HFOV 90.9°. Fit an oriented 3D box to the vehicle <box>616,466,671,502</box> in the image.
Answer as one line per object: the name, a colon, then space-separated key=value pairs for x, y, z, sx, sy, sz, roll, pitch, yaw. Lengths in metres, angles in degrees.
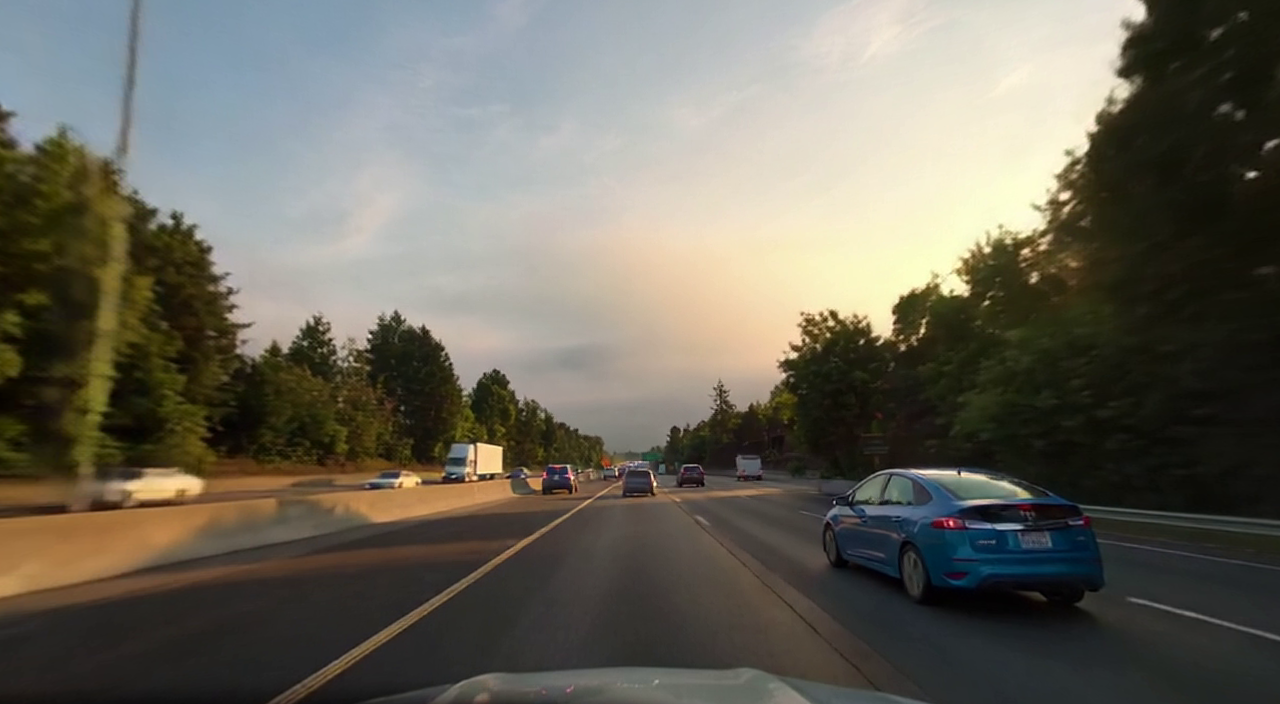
vehicle: x=0.143 y=5.832 z=28.007 sx=2.241 sy=1.425 sz=3.973 roll=1 pitch=-10 yaw=0

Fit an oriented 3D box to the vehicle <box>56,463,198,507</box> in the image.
vehicle: x=-20.060 y=5.208 z=24.926 sx=1.916 sy=1.548 sz=4.320 roll=1 pitch=-10 yaw=0

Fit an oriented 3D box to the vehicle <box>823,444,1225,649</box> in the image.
vehicle: x=3.586 y=1.881 z=6.915 sx=1.938 sy=1.561 sz=3.786 roll=1 pitch=-10 yaw=-1

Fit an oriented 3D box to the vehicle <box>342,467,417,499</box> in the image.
vehicle: x=-13.771 y=6.944 z=33.646 sx=1.960 sy=1.494 sz=4.650 roll=1 pitch=-10 yaw=1

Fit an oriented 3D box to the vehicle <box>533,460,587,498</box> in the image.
vehicle: x=-3.871 y=6.277 z=31.353 sx=2.021 sy=1.706 sz=4.247 roll=1 pitch=-10 yaw=1

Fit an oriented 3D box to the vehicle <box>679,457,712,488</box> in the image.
vehicle: x=4.116 y=8.986 z=47.082 sx=2.030 sy=2.172 sz=3.621 roll=1 pitch=-10 yaw=-1
